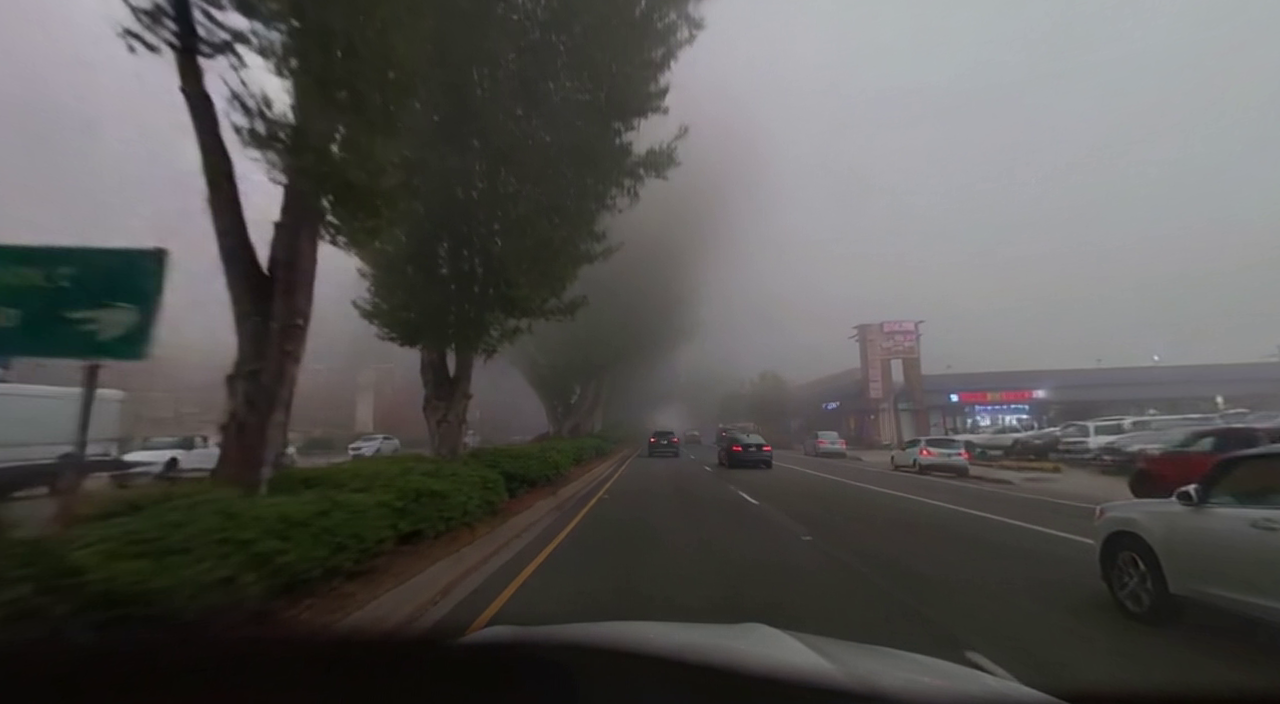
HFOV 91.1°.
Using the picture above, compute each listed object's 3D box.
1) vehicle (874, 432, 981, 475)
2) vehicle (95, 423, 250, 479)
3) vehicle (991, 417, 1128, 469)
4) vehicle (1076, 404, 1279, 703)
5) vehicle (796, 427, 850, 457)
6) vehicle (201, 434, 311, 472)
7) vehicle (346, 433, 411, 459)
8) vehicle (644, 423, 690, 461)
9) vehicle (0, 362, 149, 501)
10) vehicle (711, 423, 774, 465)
[{"bbox_3d":[11.334,4.027,25.185,2.110,1.535,4.506,1,-8,-1],"label":"vehicle"},{"bbox_3d":[-18.230,3.892,24.928,1.948,1.965,5.421,0,-8,0],"label":"vehicle"},{"bbox_3d":[16.581,3.649,25.205,2.066,1.840,4.862,1,-8,-1],"label":"vehicle"},{"bbox_3d":[4.033,0.867,2.140,1.908,1.463,4.506,0,-8,1],"label":"vehicle"},{"bbox_3d":[11.392,5.649,39.359,2.123,1.726,4.520,0,-8,1],"label":"vehicle"},{"bbox_3d":[-18.170,4.792,30.077,2.141,1.655,4.978,0,-8,0],"label":"vehicle"},{"bbox_3d":[-17.781,6.375,42.961,2.034,1.532,5.548,1,-7,1],"label":"vehicle"},{"bbox_3d":[1.276,4.418,30.794,2.098,1.682,3.778,0,-8,2],"label":"vehicle"},{"bbox_3d":[-18.196,2.199,17.338,2.811,3.604,7.566,0,-8,2],"label":"vehicle"},{"bbox_3d":[4.432,4.076,27.840,2.115,1.692,4.189,0,-8,0],"label":"vehicle"}]
